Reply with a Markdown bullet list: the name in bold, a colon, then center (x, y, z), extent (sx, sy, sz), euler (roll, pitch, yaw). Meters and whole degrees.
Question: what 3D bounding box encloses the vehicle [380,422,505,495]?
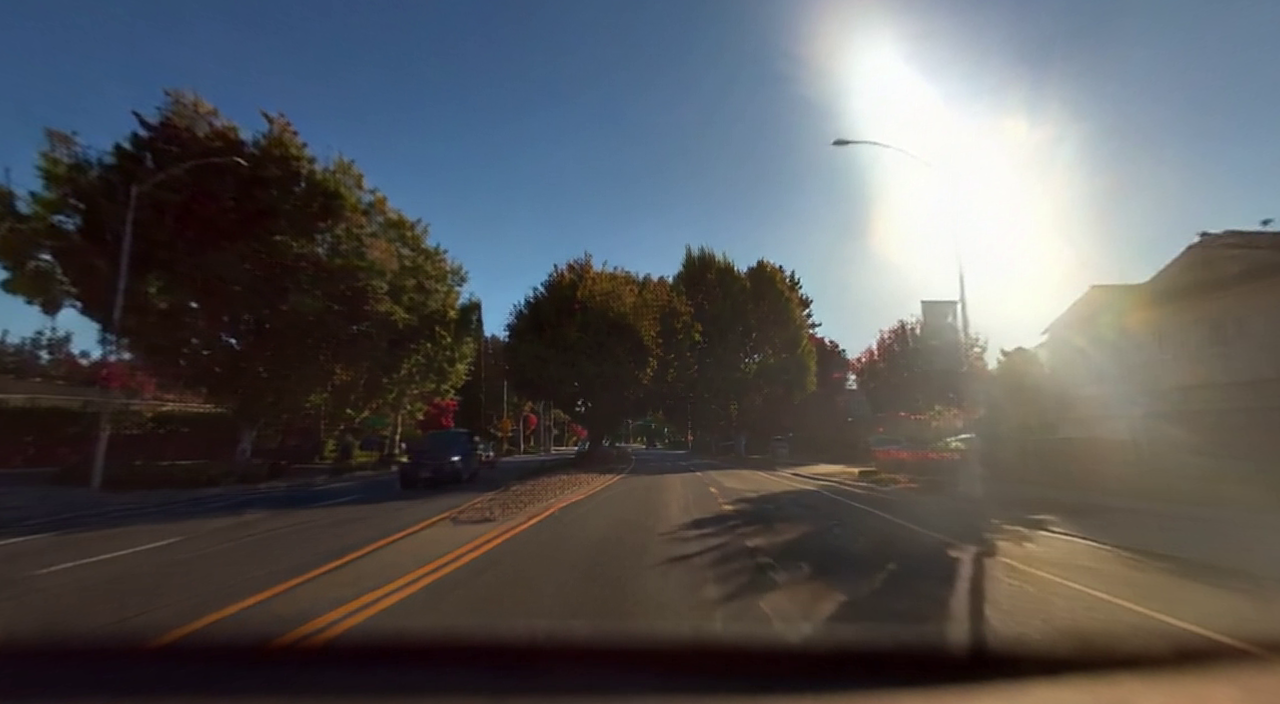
- **vehicle**: center (-5.284, 2.934, 17.632), extent (2.128, 1.753, 4.516), euler (0, -8, -2)
